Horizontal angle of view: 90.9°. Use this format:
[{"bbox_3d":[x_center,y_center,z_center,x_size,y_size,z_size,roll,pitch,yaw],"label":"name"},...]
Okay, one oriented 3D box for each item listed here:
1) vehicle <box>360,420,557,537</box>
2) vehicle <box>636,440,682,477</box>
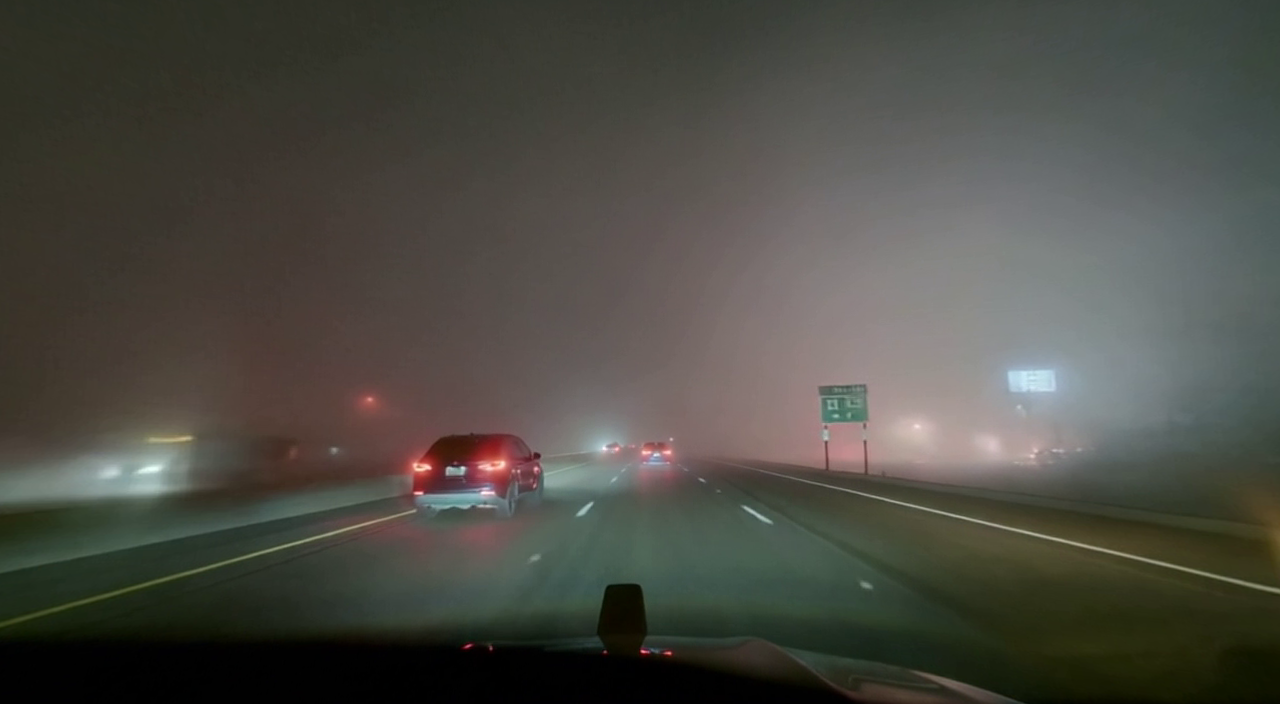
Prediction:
[{"bbox_3d":[-3.075,2.276,11.980,2.239,1.761,4.620,0,-8,2],"label":"vehicle"},{"bbox_3d":[0.840,4.916,29.303,2.000,1.558,3.945,0,-8,0],"label":"vehicle"}]
